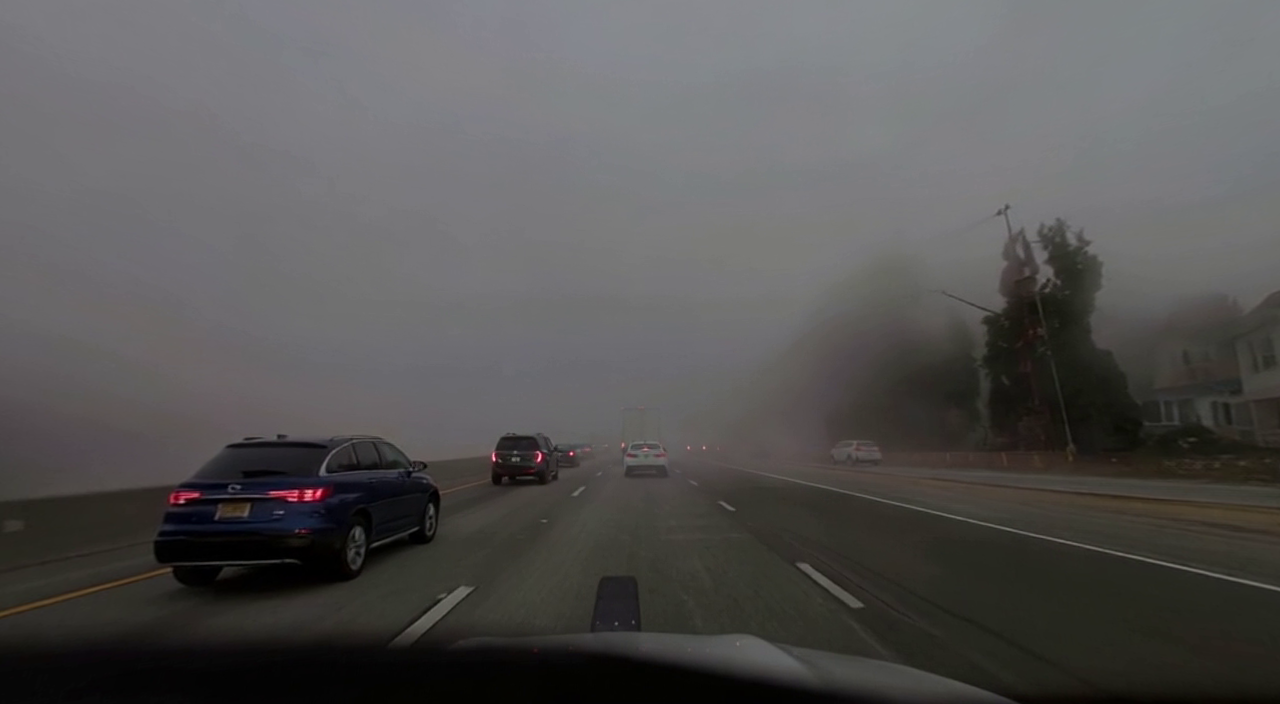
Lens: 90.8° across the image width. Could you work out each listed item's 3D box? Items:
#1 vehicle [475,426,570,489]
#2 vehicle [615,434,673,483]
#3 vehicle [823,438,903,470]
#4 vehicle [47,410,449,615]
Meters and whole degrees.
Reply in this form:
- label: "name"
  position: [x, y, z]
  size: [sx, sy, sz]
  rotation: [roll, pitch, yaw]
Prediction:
- label: "vehicle"
  position: [-4.018, 3.743, 22.702]
  size: [2.301, 1.944, 5.482]
  rotation: [0, -9, 0]
- label: "vehicle"
  position: [0.114, 4.133, 24.746]
  size: [2.063, 1.703, 4.203]
  rotation: [0, -9, -1]
- label: "vehicle"
  position: [11.088, 5.108, 31.810]
  size: [1.905, 1.490, 4.826]
  rotation: [1, -9, -5]
- label: "vehicle"
  position: [-3.837, 1.626, 7.259]
  size: [1.988, 1.668, 4.021]
  rotation: [0, -9, 0]
